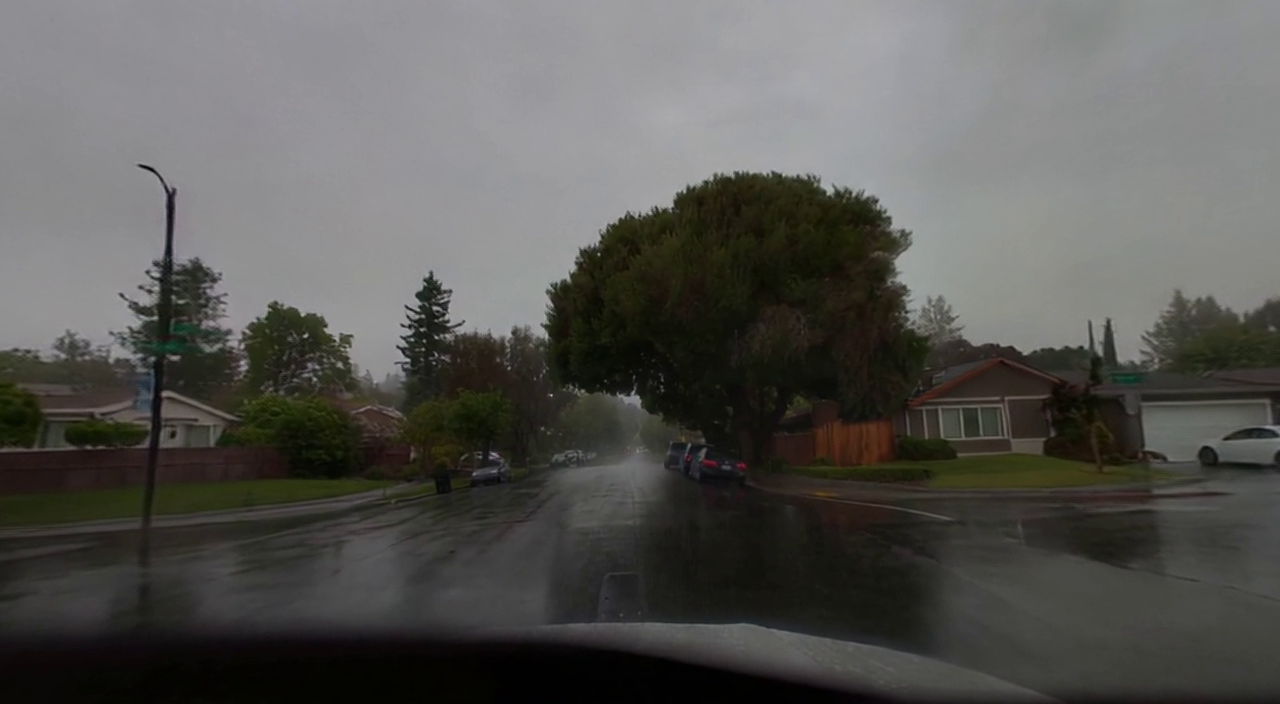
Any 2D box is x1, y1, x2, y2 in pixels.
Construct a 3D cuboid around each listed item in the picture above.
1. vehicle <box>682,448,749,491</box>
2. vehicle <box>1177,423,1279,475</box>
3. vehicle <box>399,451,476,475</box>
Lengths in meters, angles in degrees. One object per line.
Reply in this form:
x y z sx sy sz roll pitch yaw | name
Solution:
2.800 4.465 24.381 1.881 1.487 4.183 0 -9 -3 | vehicle
19.367 2.964 19.360 1.839 1.466 4.486 0 -9 0 | vehicle
-13.415 7.346 42.027 4.423 1.522 1.961 0 -9 -1 | vehicle
